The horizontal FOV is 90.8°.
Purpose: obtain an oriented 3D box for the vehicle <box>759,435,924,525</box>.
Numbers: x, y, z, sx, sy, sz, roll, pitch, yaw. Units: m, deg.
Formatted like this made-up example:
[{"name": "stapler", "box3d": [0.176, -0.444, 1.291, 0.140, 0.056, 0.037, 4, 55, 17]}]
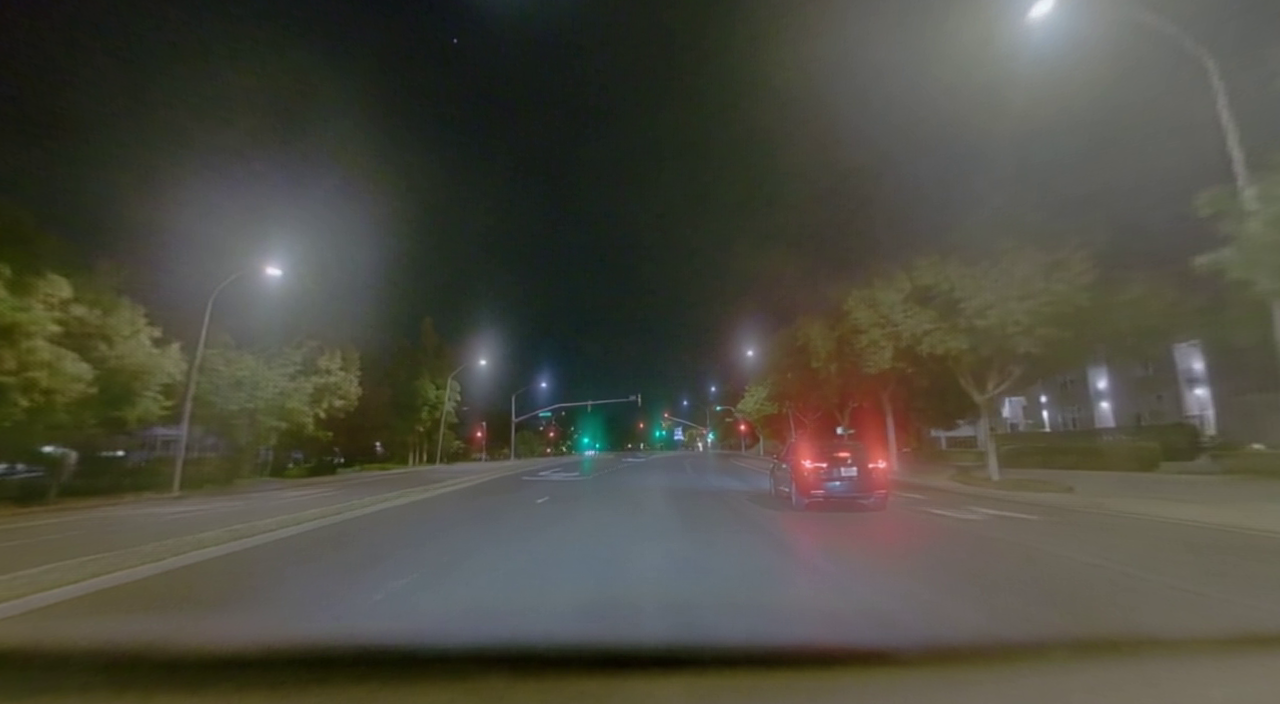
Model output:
[{"name": "vehicle", "box3d": [3.695, 2.411, 12.437, 1.852, 1.453, 4.083, 0, -9, 0]}]
